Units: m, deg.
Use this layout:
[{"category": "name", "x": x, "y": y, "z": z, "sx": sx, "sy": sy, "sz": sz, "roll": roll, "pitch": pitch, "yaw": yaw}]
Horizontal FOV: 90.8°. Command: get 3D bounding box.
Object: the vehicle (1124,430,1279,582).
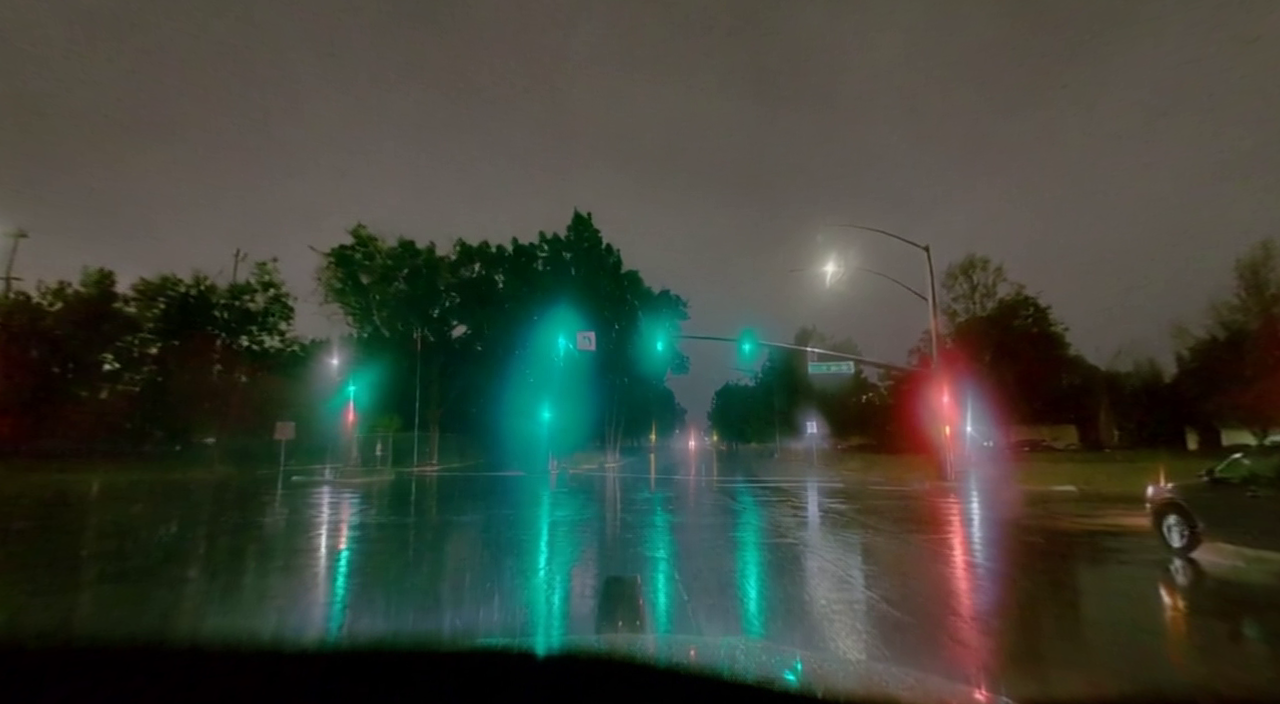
[{"category": "vehicle", "x": 7.371, "y": 1.590, "z": 6.636, "sx": 1.797, "sy": 1.518, "sz": 3.433, "roll": 0, "pitch": -9, "yaw": 0}]
